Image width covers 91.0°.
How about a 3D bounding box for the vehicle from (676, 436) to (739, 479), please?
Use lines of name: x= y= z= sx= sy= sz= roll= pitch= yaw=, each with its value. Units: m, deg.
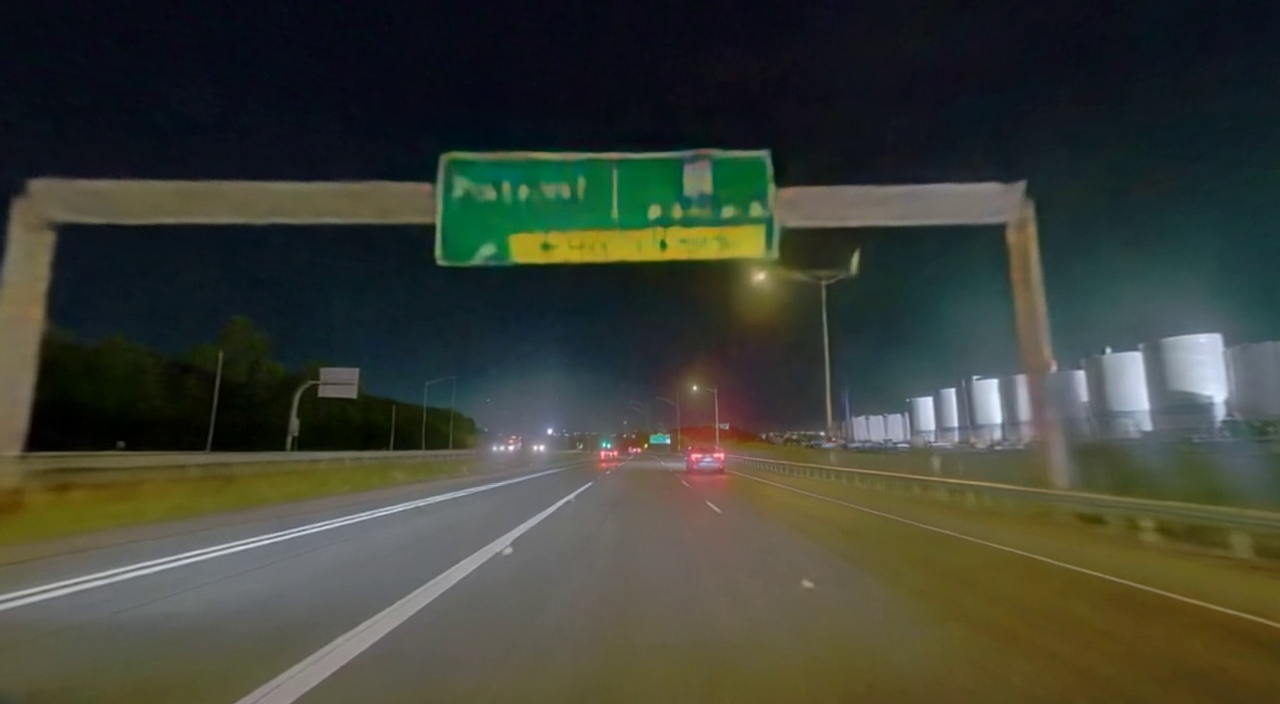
vehicle: x=3.007 y=4.847 z=29.269 sx=2.296 sy=1.790 sz=5.067 roll=0 pitch=-9 yaw=-1
